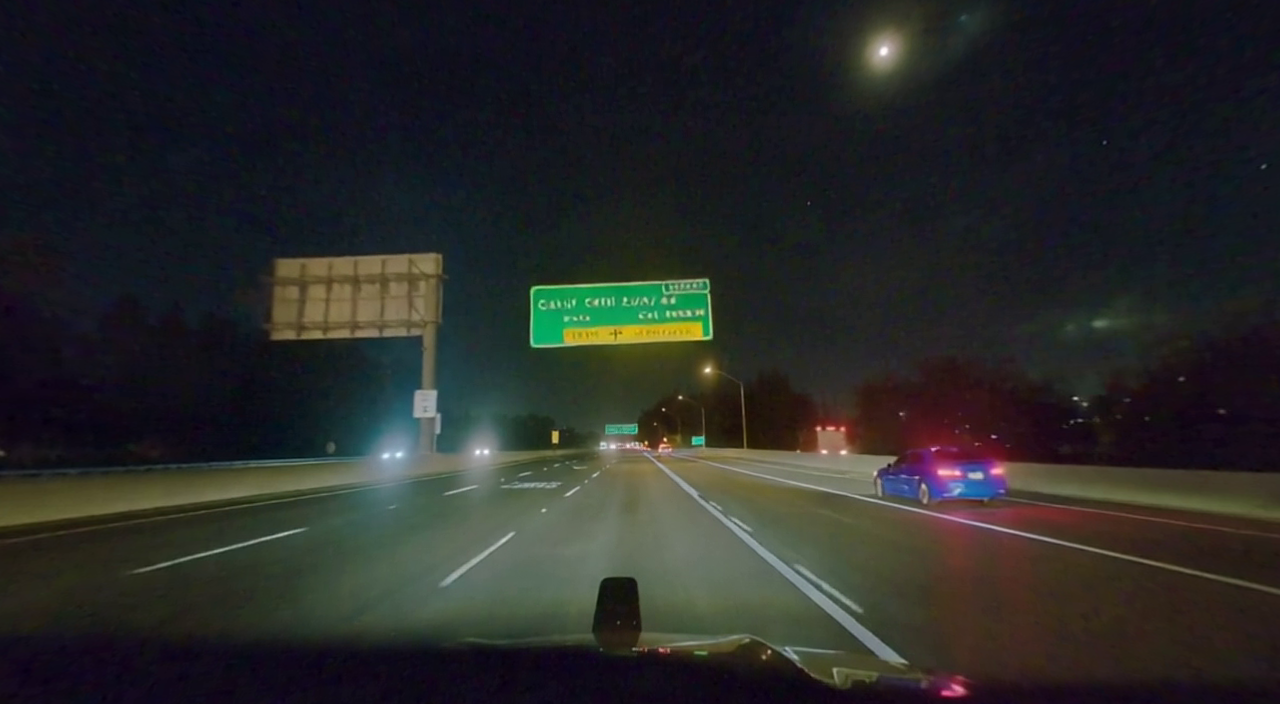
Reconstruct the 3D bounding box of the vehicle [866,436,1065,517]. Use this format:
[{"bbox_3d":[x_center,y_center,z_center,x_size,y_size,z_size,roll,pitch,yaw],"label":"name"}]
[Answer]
[{"bbox_3d":[6.923,2.641,14.114,1.958,1.498,4.447,1,-8,-2],"label":"vehicle"}]
